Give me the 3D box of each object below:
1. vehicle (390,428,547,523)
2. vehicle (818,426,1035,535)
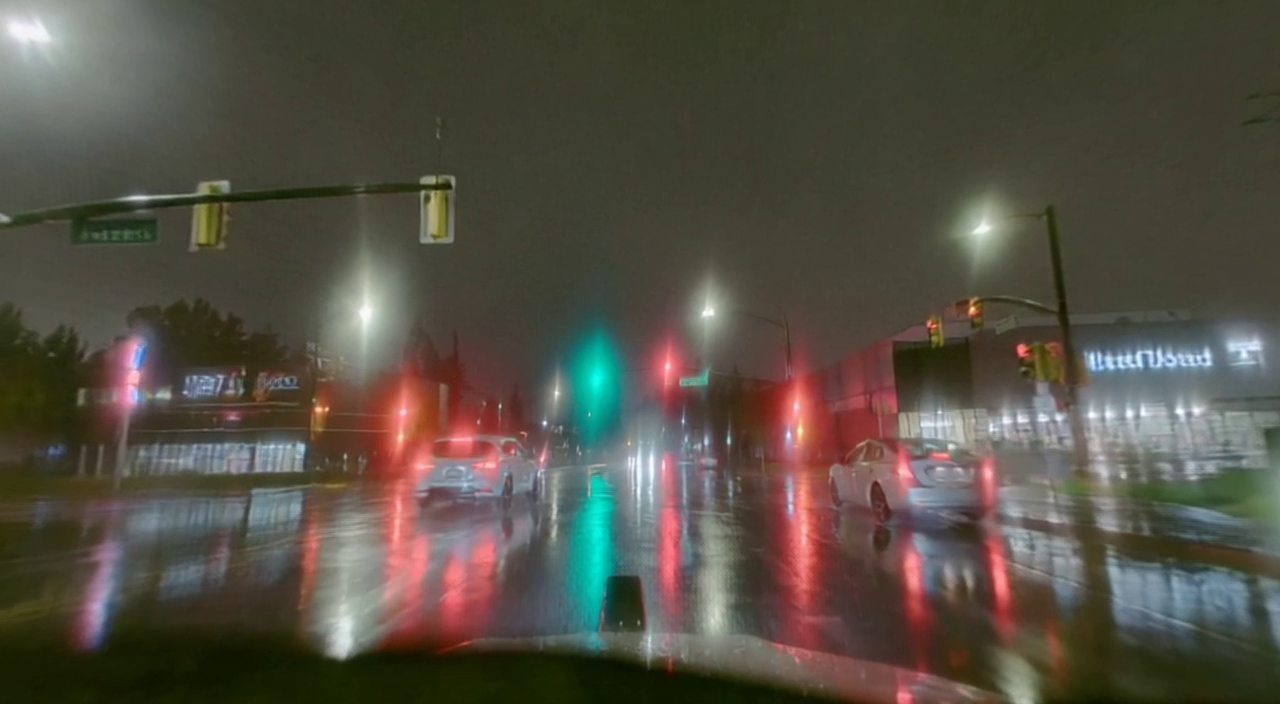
[{"bbox_3d":[-3.284,2.457,13.040,1.947,1.627,4.248,0,-9,1],"label":"vehicle"},{"bbox_3d":[5.039,2.314,11.965,2.039,1.655,4.495,0,-9,1],"label":"vehicle"}]
